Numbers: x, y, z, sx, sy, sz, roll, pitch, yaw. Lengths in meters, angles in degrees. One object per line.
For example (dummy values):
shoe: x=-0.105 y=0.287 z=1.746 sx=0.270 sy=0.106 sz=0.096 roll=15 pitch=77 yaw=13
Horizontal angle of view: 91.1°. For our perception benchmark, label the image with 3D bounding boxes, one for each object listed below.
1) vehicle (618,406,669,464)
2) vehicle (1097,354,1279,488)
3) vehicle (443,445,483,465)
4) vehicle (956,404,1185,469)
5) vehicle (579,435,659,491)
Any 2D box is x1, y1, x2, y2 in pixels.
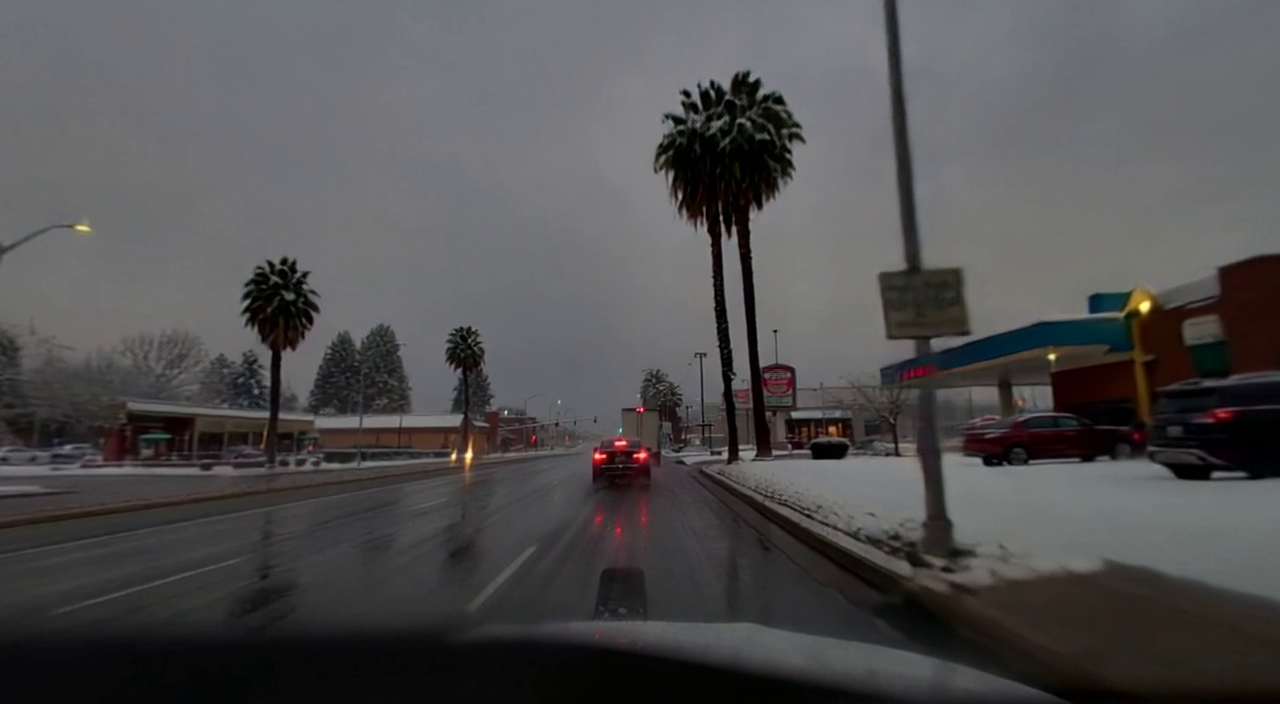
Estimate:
vehicle: x=0.228 y=5.632 z=42.161 sx=3.100 sy=3.468 sz=8.108 roll=0 pitch=-9 yaw=0
vehicle: x=12.283 y=1.320 z=11.587 sx=5.968 sy=2.162 sz=2.319 roll=1 pitch=-9 yaw=-5
vehicle: x=-13.733 y=8.013 z=49.056 sx=1.923 sy=1.490 sz=4.372 roll=0 pitch=-9 yaw=-1
vehicle: x=12.181 y=2.442 z=18.023 sx=5.061 sy=1.721 sz=2.162 roll=1 pitch=-9 yaw=-4
vehicle: x=-0.506 y=3.320 z=19.073 sx=2.145 sy=1.483 sz=4.453 roll=0 pitch=-9 yaw=2
